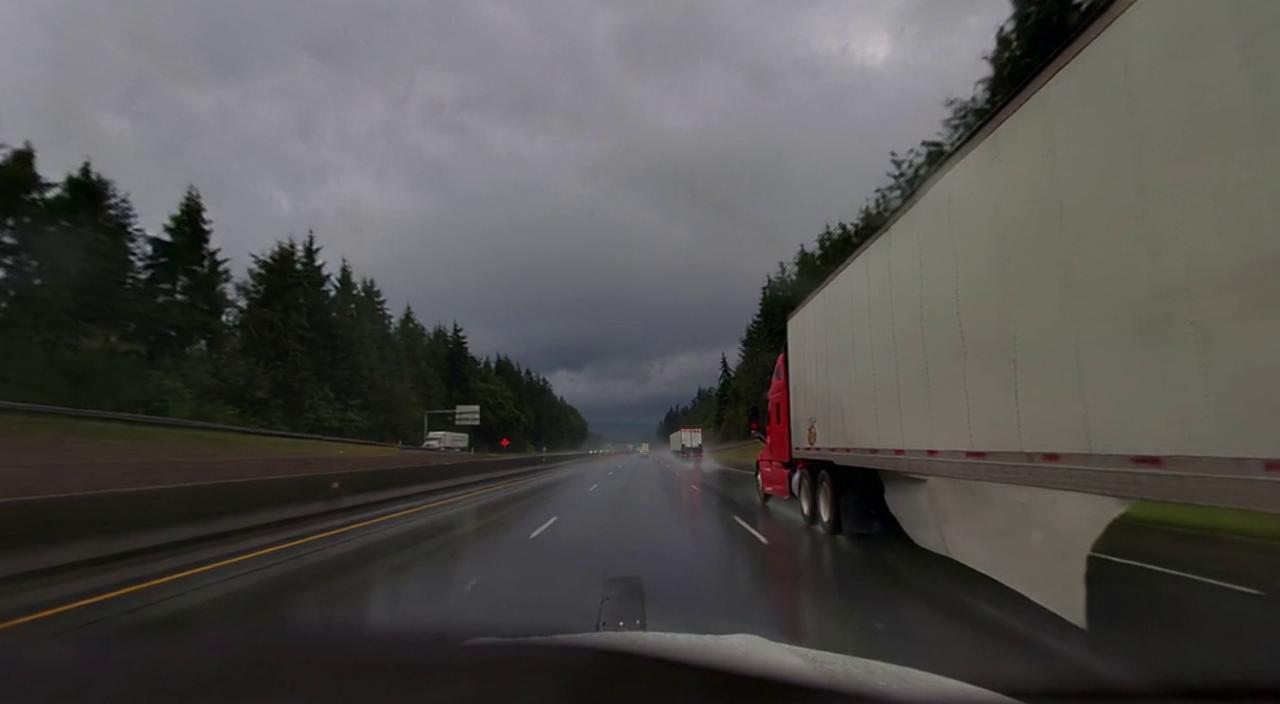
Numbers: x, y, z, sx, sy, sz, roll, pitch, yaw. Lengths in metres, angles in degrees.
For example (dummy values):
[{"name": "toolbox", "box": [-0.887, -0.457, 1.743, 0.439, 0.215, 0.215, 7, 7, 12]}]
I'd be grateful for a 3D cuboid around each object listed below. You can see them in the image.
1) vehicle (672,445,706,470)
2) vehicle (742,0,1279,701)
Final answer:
[{"name": "vehicle", "box": [3.307, 7.142, 42.979, 2.019, 1.601, 3.953, 0, -9, 1]}, {"name": "vehicle", "box": [4.645, 0.504, 9.630, 3.115, 4.407, 17.026, 0, -9, -1]}]
